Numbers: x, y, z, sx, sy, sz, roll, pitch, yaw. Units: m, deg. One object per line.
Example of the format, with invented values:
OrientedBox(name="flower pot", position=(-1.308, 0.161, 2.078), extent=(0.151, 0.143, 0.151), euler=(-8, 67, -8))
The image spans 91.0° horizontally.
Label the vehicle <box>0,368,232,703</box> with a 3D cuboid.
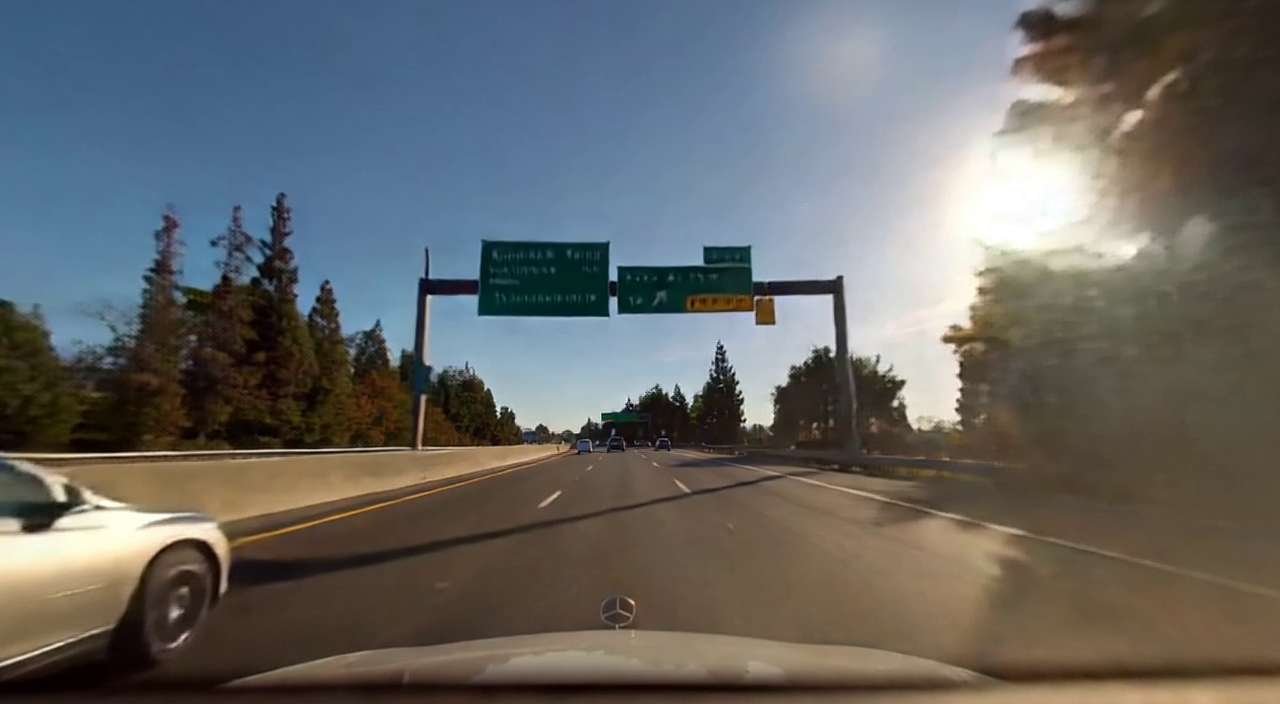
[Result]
OrientedBox(name="vehicle", position=(-3.875, 0.827, 2.174), extent=(2.074, 1.652, 4.273), euler=(-1, -8, -1))
